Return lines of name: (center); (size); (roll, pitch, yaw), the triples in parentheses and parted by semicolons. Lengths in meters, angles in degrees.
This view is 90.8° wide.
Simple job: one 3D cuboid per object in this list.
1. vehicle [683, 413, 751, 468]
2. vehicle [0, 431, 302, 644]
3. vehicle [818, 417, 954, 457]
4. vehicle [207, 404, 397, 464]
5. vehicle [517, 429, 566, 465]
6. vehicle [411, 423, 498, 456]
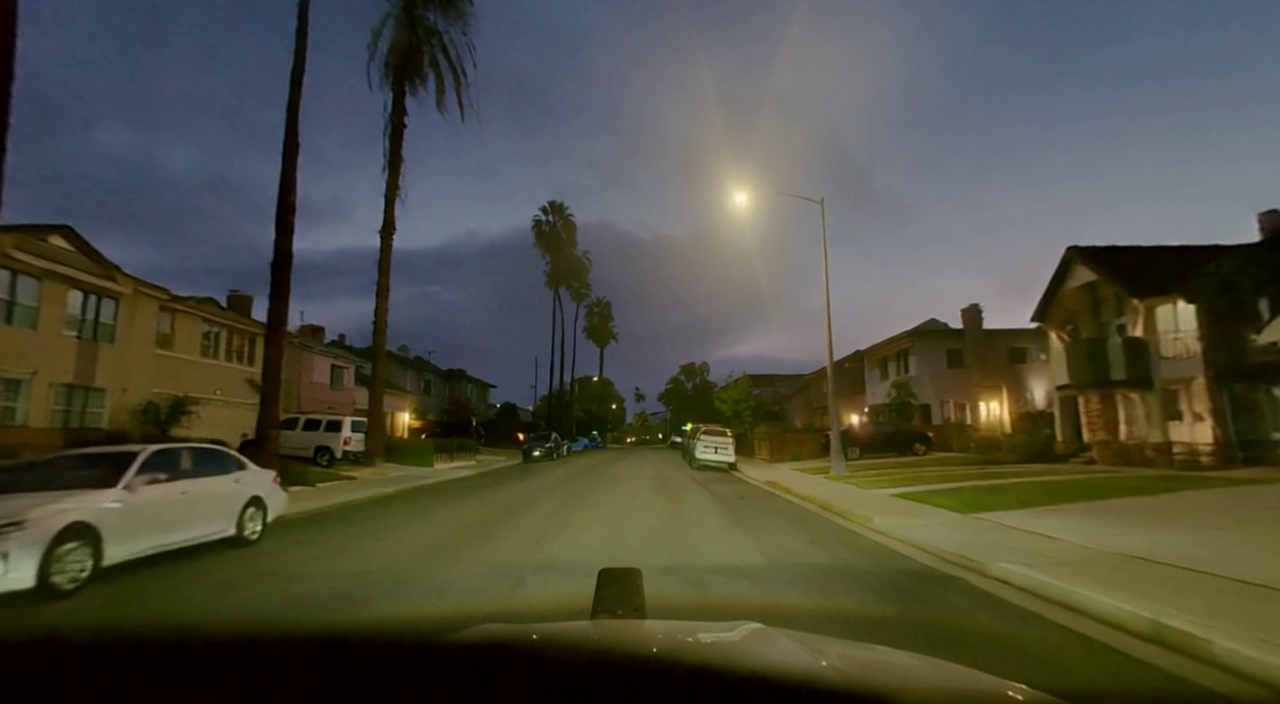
vehicle: (3.053, 3.718, 26.433); (2.184, 2.038, 6.212); (0, -8, 1)
vehicle: (-5.609, 1.582, 6.432); (1.949, 1.511, 4.466); (0, -7, -1)
vehicle: (9.713, 3.395, 25.239); (4.643, 1.520, 1.826); (-1, -8, 2)
vehicle: (-11.773, 2.919, 22.375); (5.340, 1.948, 2.398); (0, -8, 0)
vehicle: (-5.393, 5.226, 35.305); (2.147, 1.823, 4.725); (-1, -7, -2)
vehicle: (-11.952, 5.668, 41.021); (4.991, 1.947, 2.329); (-1, -8, -2)
